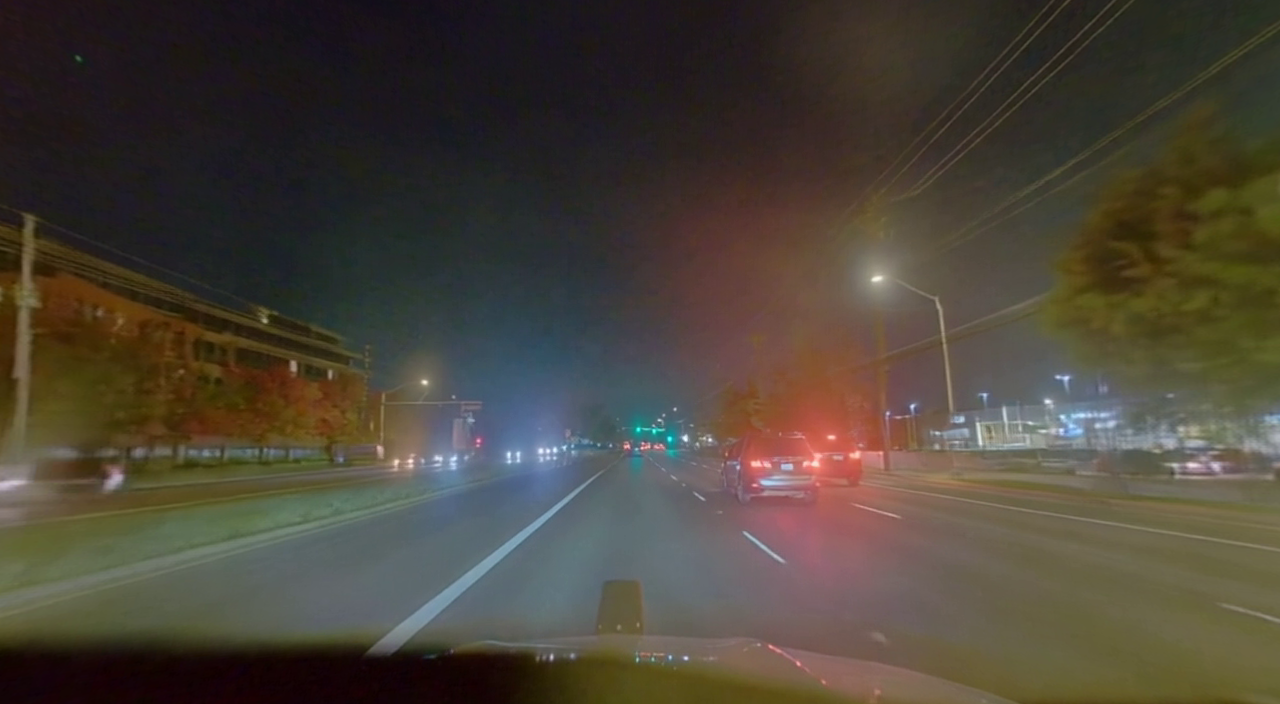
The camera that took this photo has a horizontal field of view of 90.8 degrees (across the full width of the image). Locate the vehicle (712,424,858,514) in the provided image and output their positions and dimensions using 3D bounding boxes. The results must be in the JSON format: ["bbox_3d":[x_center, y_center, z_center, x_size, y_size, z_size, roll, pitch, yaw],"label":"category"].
[{"bbox_3d":[3.012,2.556,14.226,2.128,1.699,4.222,0,-9,-2],"label":"vehicle"}]

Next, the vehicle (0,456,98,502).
[{"bbox_3d":[-23.309,4.726,23.572,1.985,1.511,4.772,-3,-8,-1],"label":"vehicle"}]

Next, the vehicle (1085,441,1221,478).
[{"bbox_3d":[25.012,5.257,30.969,4.798,1.699,2.039,0,-9,1],"label":"vehicle"}]
